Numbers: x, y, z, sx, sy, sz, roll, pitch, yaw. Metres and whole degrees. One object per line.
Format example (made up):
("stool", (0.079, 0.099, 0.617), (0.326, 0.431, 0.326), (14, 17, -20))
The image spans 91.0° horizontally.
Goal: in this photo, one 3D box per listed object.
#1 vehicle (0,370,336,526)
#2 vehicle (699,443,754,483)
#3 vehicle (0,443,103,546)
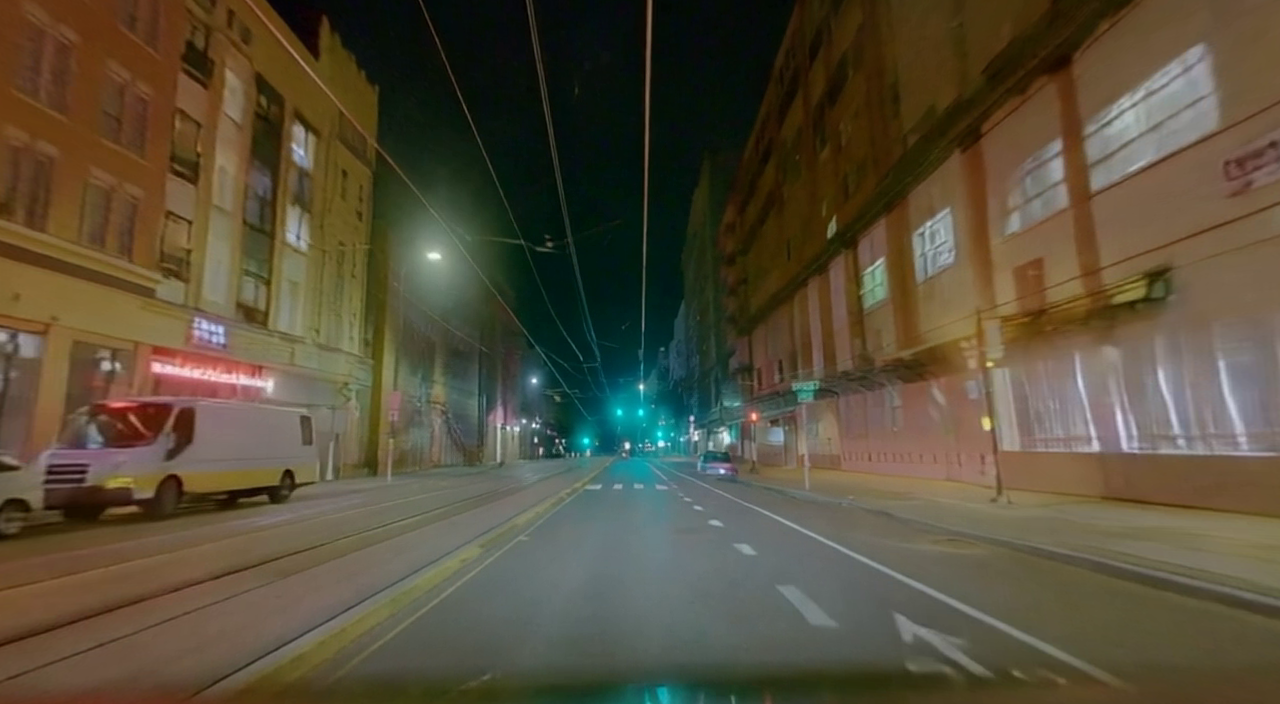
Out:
("vehicle", (-10.687, 2.304, 15.571), (2.378, 2.765, 7.920), (2, -8, 0))
("vehicle", (3.564, 4.606, 26.527), (1.819, 1.546, 3.681), (0, -8, 1))
("vehicle", (-10.224, 1.996, 8.413), (1.789, 1.484, 4.916), (-1, -8, 0))
